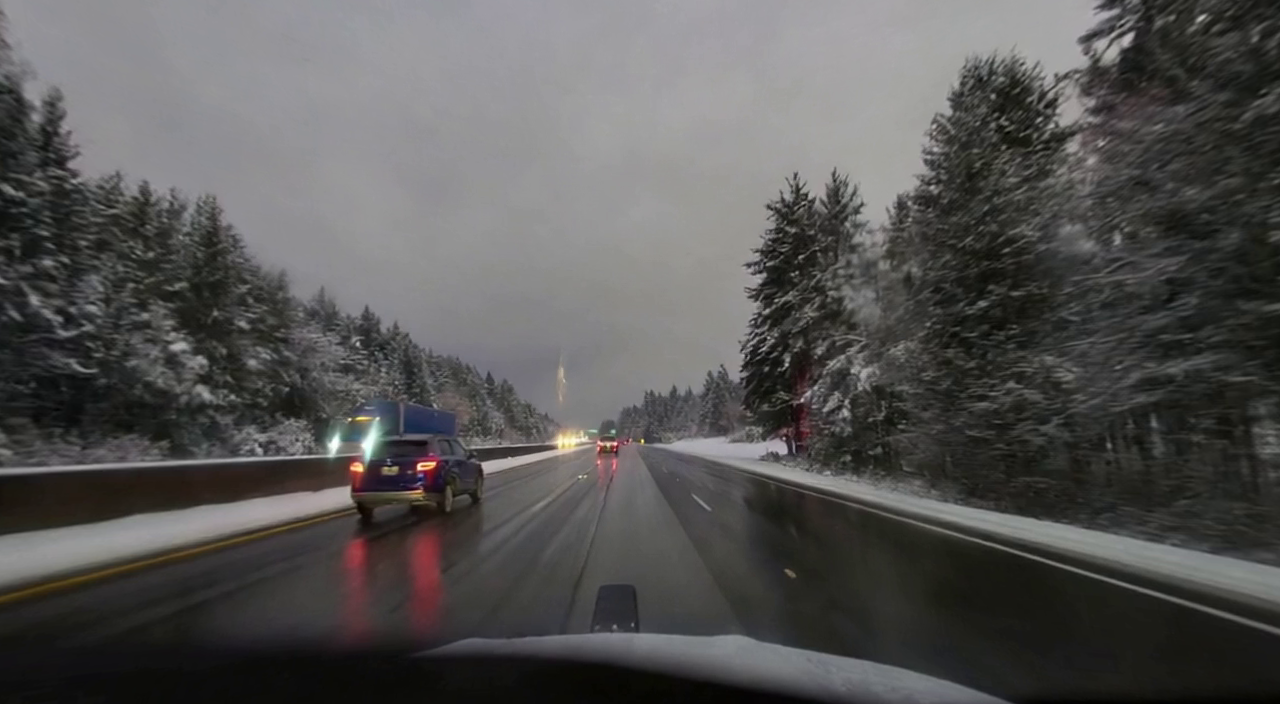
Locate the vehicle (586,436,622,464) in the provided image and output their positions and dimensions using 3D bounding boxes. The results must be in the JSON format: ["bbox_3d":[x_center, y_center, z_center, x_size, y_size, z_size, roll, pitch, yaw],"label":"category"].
[{"bbox_3d":[-2.257,6.295,40.651,2.159,1.670,4.395,0,-8,-1],"label":"vehicle"}]

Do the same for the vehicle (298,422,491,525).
[{"bbox_3d":[-4.546,2.311,12.566,2.111,1.645,4.382,-1,-8,0],"label":"vehicle"}]
